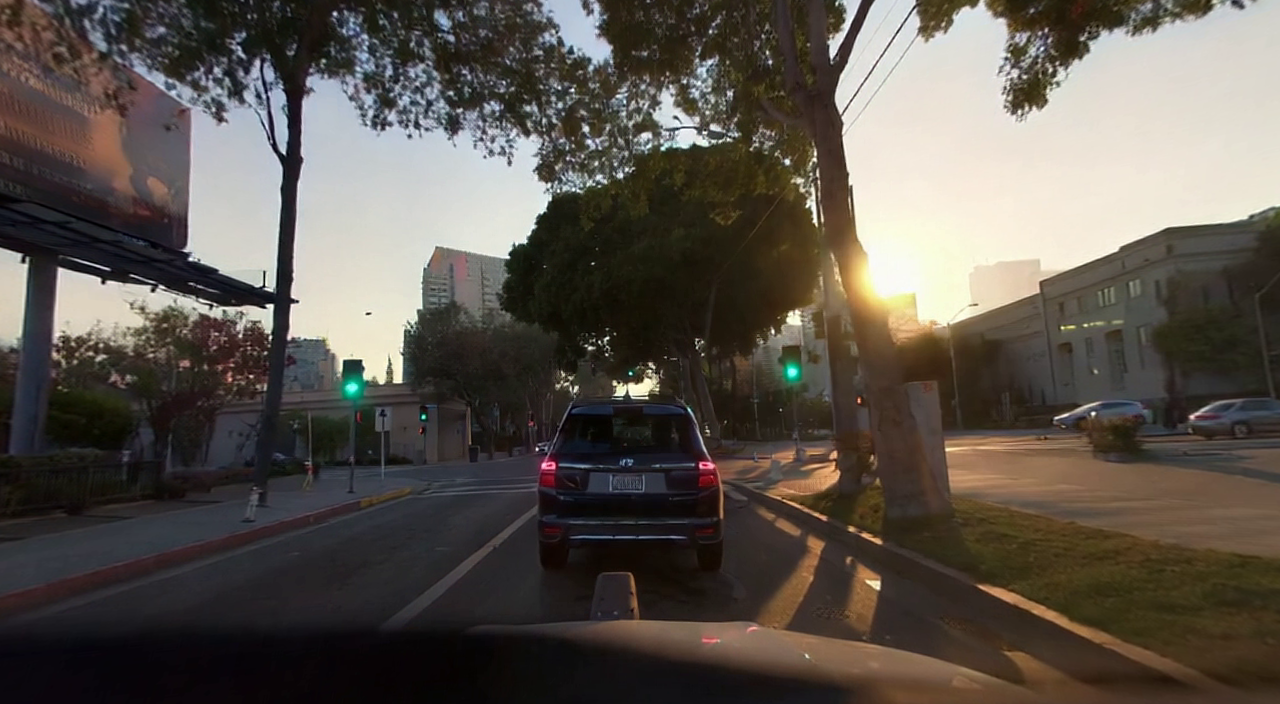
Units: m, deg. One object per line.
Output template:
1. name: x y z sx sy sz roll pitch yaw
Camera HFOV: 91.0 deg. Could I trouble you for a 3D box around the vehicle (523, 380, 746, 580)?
1. vehicle: -0.054 1.508 8.063 2.142 1.904 3.816 -1 -8 0
